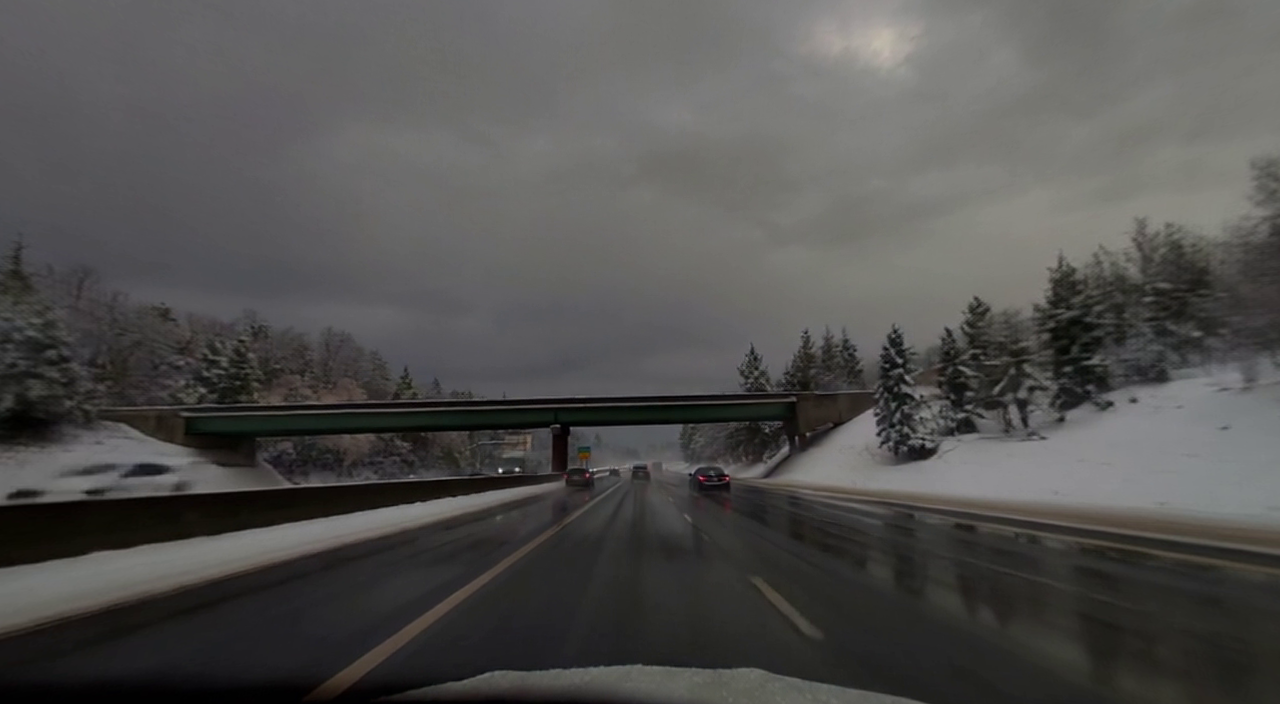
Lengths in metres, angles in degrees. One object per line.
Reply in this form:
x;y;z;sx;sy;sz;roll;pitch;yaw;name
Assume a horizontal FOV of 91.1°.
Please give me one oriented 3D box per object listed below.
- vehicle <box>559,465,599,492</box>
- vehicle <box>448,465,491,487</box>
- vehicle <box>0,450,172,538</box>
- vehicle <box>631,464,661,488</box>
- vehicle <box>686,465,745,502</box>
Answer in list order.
-3.652;7.672;38.246;1.975;1.486;3.903;1;-10;0;vehicle
-13.437;9.803;49.762;2.033;1.615;4.542;1;-10;1;vehicle
-13.275;3.109;14.139;1.934;1.661;4.526;1;-10;0;vehicle
0.431;9.432;48.043;2.181;1.698;4.056;1;-10;0;vehicle
3.362;6.001;28.959;2.092;1.518;4.348;1;-10;-1;vehicle
